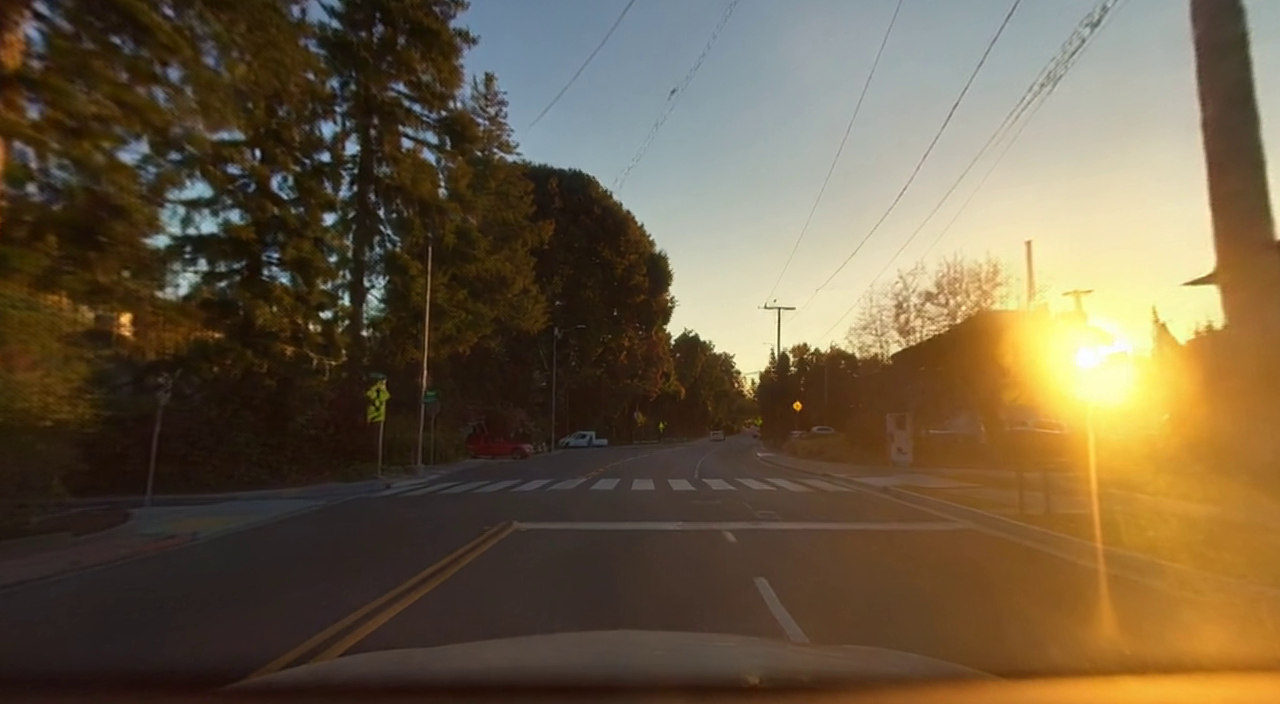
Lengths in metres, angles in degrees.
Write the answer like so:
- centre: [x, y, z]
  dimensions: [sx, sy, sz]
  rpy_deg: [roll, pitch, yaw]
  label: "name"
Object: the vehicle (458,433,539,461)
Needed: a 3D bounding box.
- centre: [-8.564, 5.761, 38.293]
  dimensions: [4.377, 1.596, 1.836]
  rpy_deg: [-2, -9, 14]
  label: "vehicle"
